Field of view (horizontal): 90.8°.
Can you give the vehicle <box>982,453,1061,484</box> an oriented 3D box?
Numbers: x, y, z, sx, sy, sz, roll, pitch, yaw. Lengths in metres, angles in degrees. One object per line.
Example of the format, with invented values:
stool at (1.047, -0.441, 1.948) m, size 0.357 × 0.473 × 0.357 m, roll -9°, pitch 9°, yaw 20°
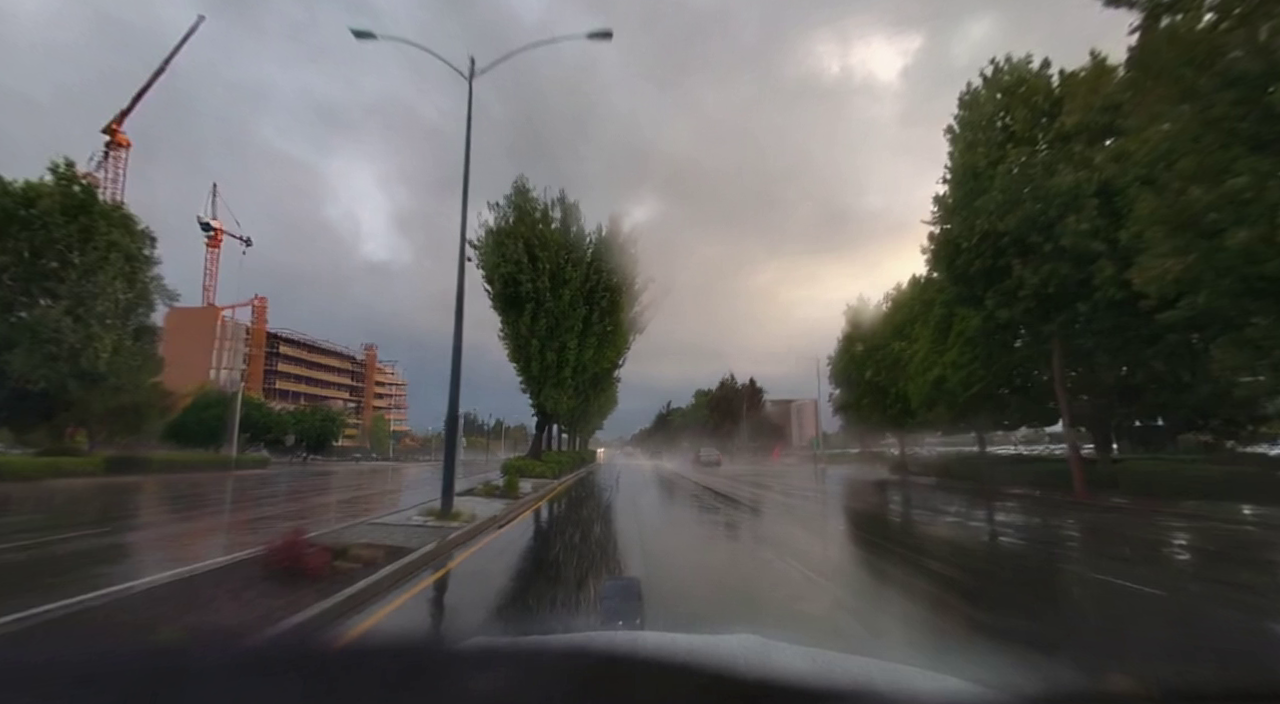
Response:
vehicle at (26.845, 8.182, 44.691) m, size 2.394 × 1.893 × 4.807 m, roll 2°, pitch -8°, yaw -3°
